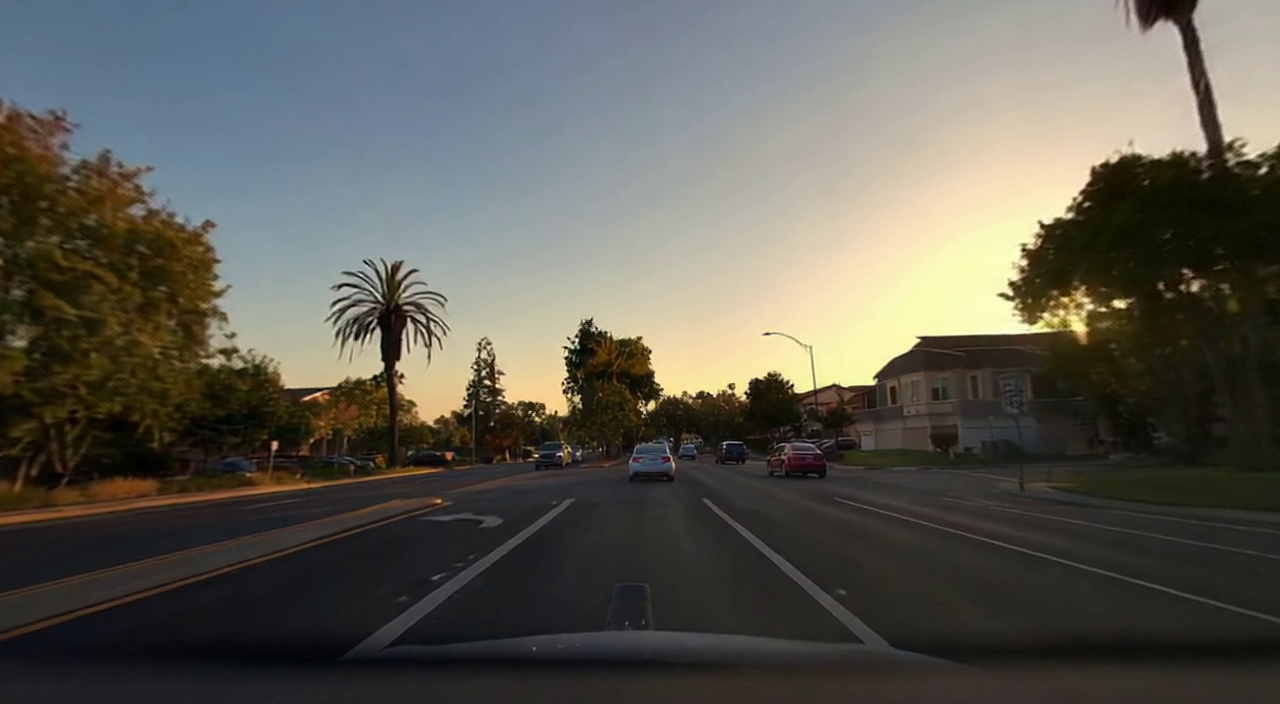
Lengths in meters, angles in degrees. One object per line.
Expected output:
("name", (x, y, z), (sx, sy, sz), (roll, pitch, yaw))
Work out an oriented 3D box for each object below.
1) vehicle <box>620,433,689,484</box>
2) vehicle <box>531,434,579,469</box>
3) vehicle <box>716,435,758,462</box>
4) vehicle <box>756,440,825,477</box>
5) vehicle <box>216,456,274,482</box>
("vehicle", (0.437, 3.851, 23.147), (2.289, 1.679, 4.180), (0, -8, -1))
("vehicle", (-5.048, 5.989, 37.975), (2.193, 1.967, 4.600), (0, -8, 1))
("vehicle", (7.526, 7.584, 49.712), (2.436, 2.010, 5.595), (0, -8, 0))
("vehicle", (6.465, 4.587, 27.518), (1.897, 1.477, 4.360), (0, -8, 0))
("vehicle", (-25.555, 7.496, 40.738), (4.694, 1.484, 1.893), (-8, -11, 42))
